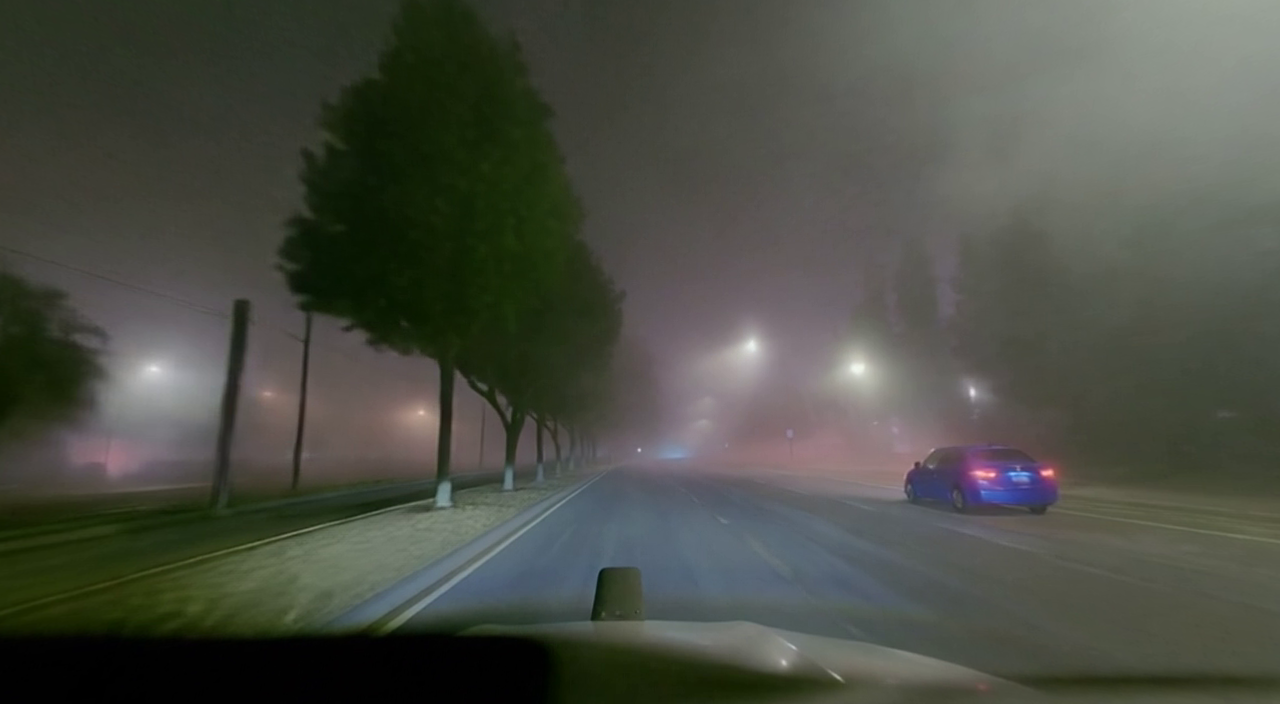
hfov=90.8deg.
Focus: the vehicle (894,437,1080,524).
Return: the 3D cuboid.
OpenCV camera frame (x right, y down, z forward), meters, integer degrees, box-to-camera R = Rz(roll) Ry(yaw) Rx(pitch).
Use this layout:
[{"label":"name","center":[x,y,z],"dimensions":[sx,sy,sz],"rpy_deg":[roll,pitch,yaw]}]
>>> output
[{"label":"vehicle","center":[6.855,2.547,12.954],"dimensions":[1.797,1.518,3.433],"rpy_deg":[0,-9,-1]}]
